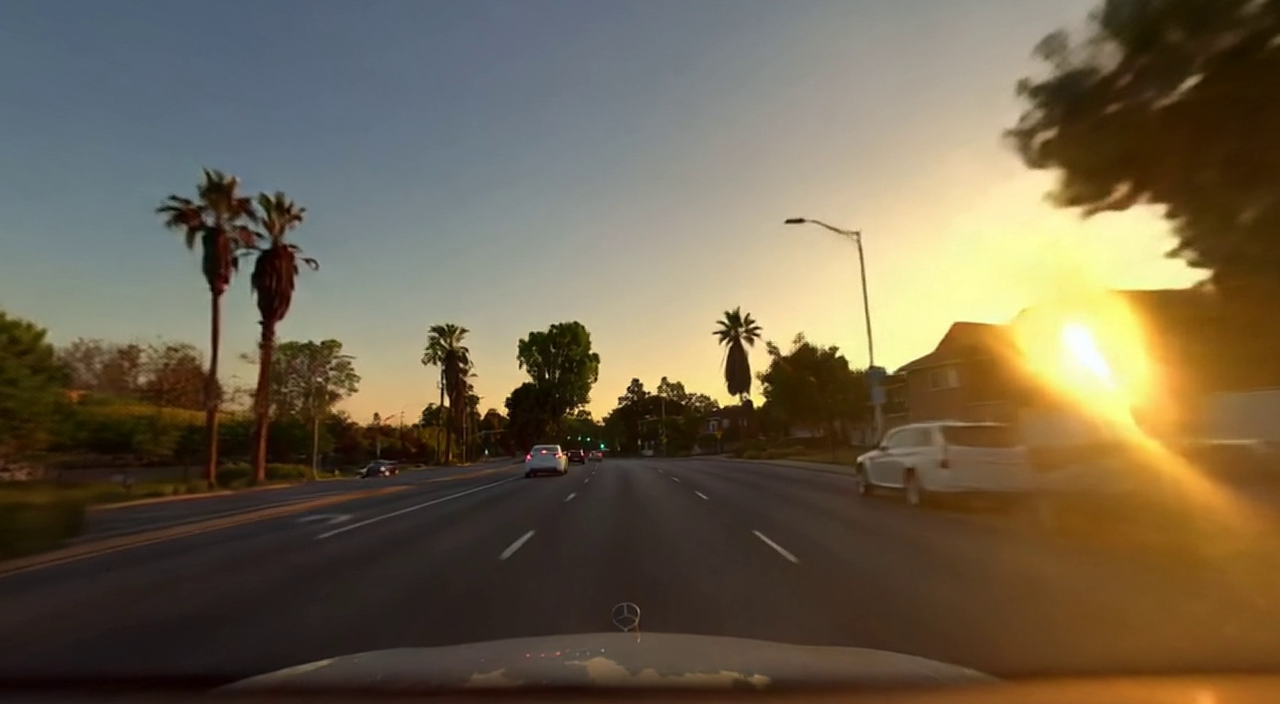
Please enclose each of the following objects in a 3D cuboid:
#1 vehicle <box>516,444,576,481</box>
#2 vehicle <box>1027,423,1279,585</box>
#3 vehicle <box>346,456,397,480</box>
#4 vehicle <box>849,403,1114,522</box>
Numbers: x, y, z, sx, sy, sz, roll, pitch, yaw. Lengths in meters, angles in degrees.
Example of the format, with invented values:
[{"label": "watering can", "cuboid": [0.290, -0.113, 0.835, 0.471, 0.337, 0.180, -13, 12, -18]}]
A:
[{"label": "vehicle", "cuboid": [-4.040, 4.819, 27.949, 2.108, 1.475, 4.555, 0, -8, -2]}, {"label": "vehicle", "cuboid": [6.947, 1.678, 7.622, 1.814, 1.521, 4.215, 0, -8, -1]}, {"label": "vehicle", "cuboid": [-20.120, 8.701, 47.510, 2.180, 1.539, 4.244, -2, -8, -3]}, {"label": "vehicle", "cuboid": [6.820, 2.311, 13.848, 2.418, 2.004, 6.128, 0, -8, 0]}]
